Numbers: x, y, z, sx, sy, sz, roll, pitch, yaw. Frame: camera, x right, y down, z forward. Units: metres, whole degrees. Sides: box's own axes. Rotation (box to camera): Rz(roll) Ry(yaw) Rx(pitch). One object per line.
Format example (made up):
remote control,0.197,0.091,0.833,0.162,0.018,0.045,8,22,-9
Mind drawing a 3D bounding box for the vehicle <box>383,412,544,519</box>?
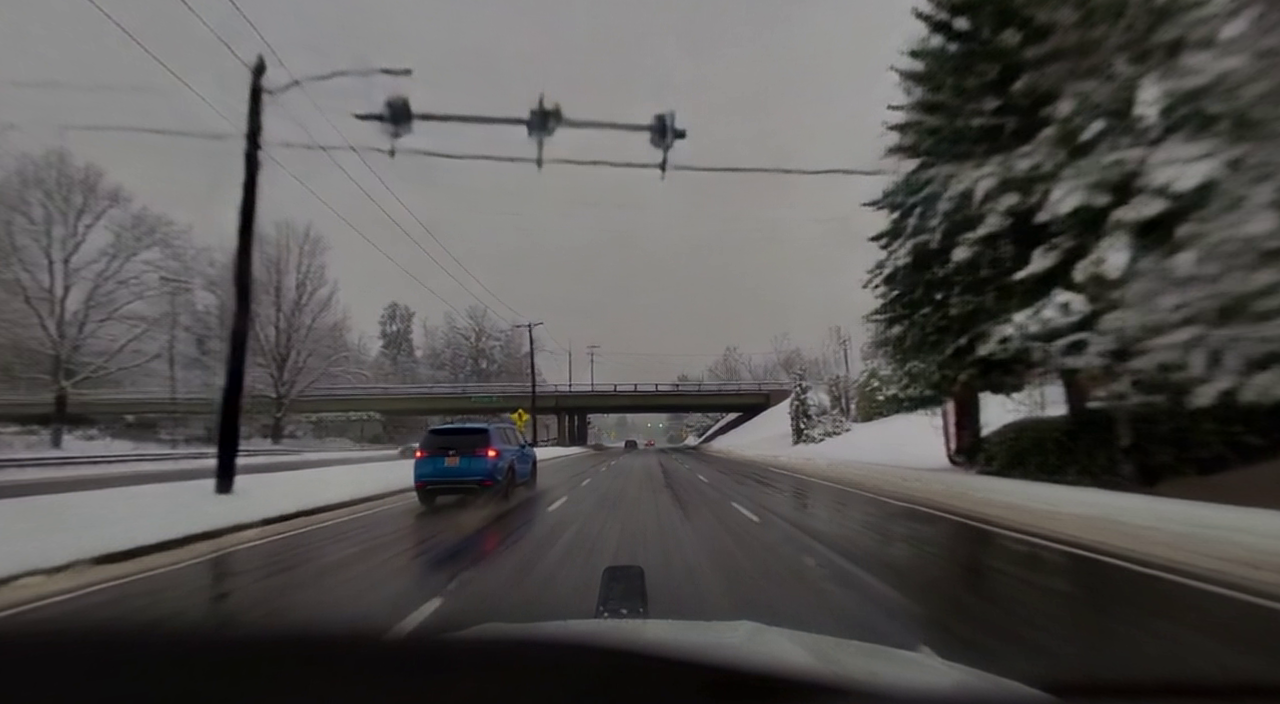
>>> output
vehicle,-3.203,2.157,12.415,1.882,1.704,4.335,-1,-8,1
